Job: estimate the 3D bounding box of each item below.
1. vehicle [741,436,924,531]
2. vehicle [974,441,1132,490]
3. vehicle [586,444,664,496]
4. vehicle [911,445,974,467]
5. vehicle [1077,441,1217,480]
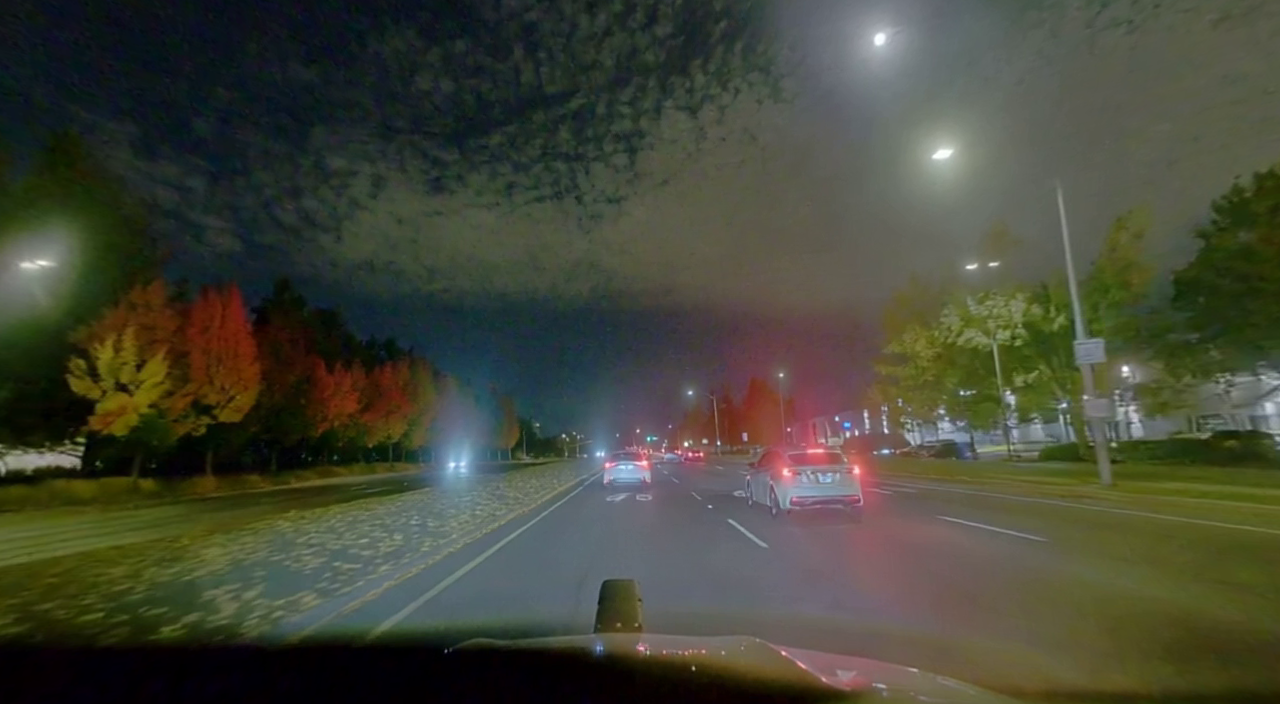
[{"bbox_3d":[3.405,2.418,12.230,2.094,1.480,4.323,0,-9,-1],"label":"vehicle"},{"bbox_3d":[14.404,3.959,22.545,2.049,1.521,5.277,0,-8,-1],"label":"vehicle"},{"bbox_3d":[-0.470,3.782,20.723,2.289,1.471,4.477,0,-8,-1],"label":"vehicle"},{"bbox_3d":[20.637,7.106,43.348,1.890,1.445,4.805,0,-8,-1],"label":"vehicle"},{"bbox_3d":[20.861,4.460,26.318,1.974,1.478,4.630,0,-8,0],"label":"vehicle"}]
